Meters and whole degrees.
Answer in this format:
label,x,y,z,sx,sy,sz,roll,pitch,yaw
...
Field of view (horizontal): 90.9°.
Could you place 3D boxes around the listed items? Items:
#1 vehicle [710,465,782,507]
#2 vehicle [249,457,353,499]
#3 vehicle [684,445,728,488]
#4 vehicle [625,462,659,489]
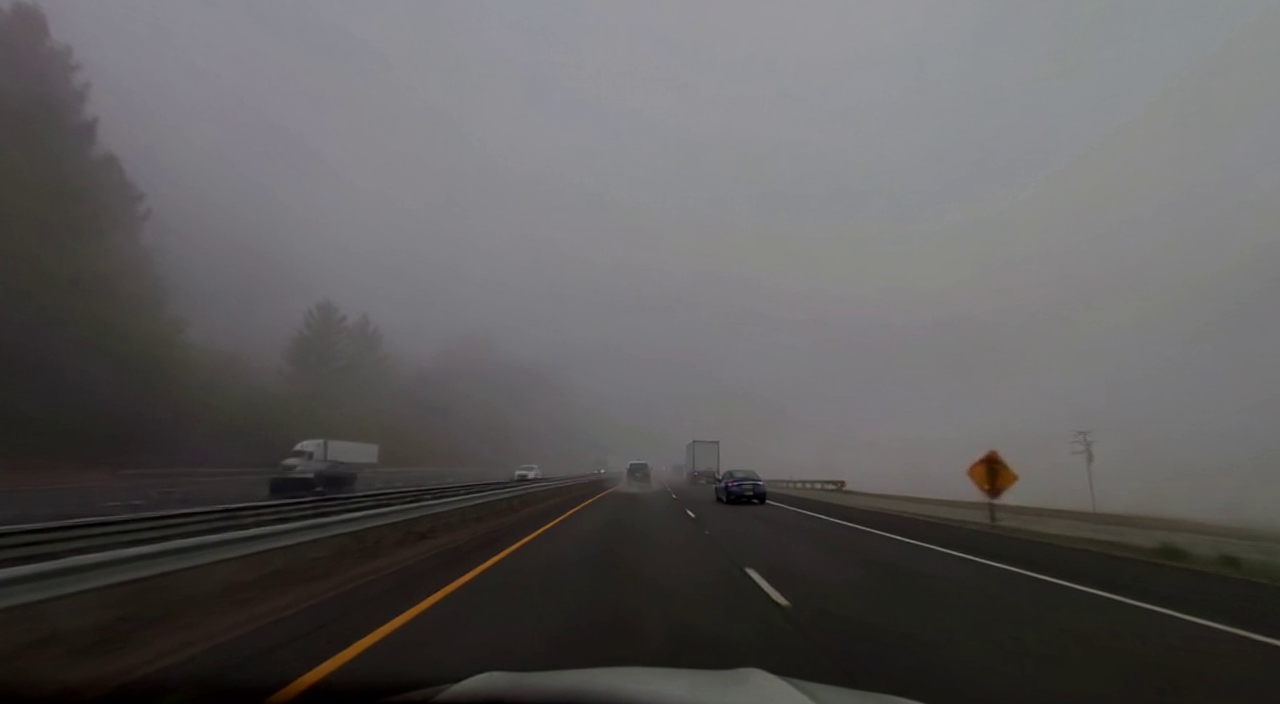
label,x,y,z,sx,sy,sz,roll,pitch,yaw
vehicle,4.323,5.591,26.650,2.073,1.532,4.969,1,-10,-1
vehicle,-13.493,5.027,25.365,1.971,1.518,3.749,1,-10,1
vehicle,4.907,8.700,47.775,2.563,2.975,6.941,1,-10,0
vehicle,0.153,8.419,43.008,2.212,1.717,4.452,1,-10,1
